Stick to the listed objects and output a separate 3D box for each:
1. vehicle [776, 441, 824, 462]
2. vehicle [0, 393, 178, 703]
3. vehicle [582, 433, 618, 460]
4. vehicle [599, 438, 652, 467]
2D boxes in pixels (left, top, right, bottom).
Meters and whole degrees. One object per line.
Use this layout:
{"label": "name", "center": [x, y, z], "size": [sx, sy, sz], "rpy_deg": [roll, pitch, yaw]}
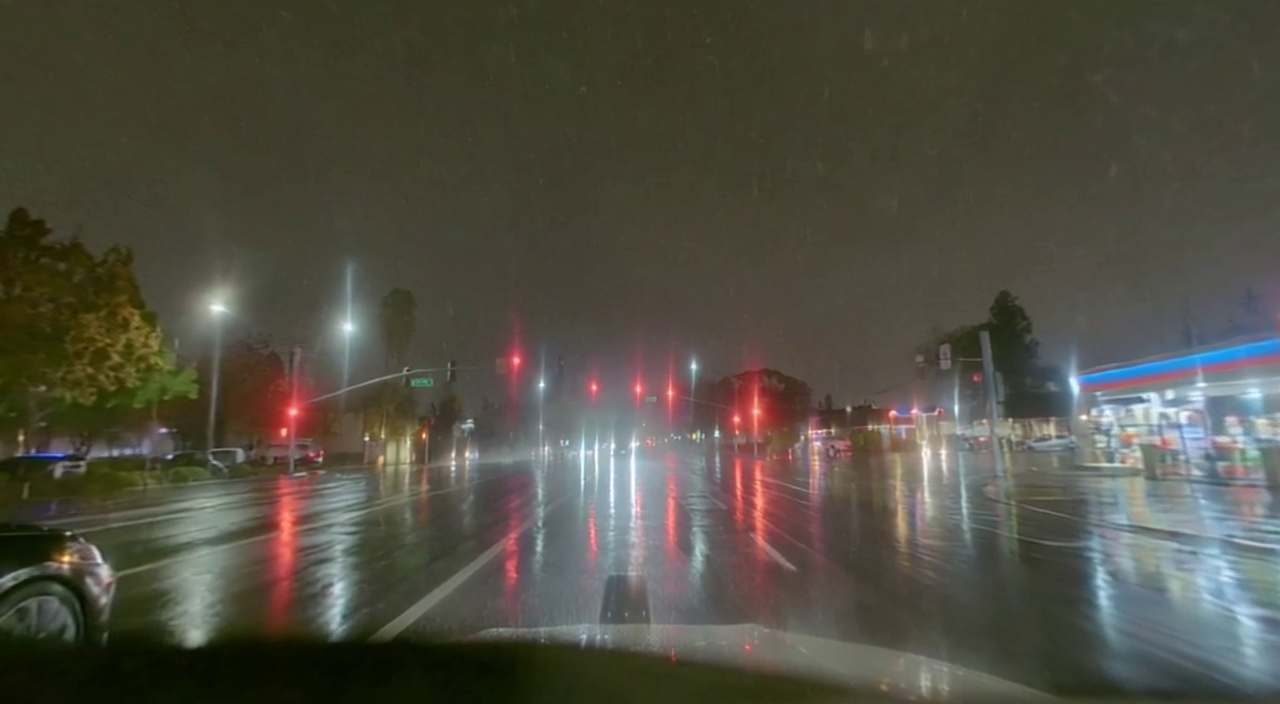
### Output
{"label": "vehicle", "center": [11.526, 7.101, 45.204], "size": [1.810, 1.463, 4.245], "rpy_deg": [-6, -10, 37]}
{"label": "vehicle", "center": [-3.471, 0.706, 1.070], "size": [2.018, 1.470, 4.346], "rpy_deg": [0, -8, 1]}
{"label": "vehicle", "center": [-2.796, 6.745, 44.888], "size": [2.160, 1.803, 4.419], "rpy_deg": [0, -8, 2]}
{"label": "vehicle", "center": [-0.687, 5.311, 33.526], "size": [2.082, 1.460, 4.442], "rpy_deg": [-1, -8, 9]}
